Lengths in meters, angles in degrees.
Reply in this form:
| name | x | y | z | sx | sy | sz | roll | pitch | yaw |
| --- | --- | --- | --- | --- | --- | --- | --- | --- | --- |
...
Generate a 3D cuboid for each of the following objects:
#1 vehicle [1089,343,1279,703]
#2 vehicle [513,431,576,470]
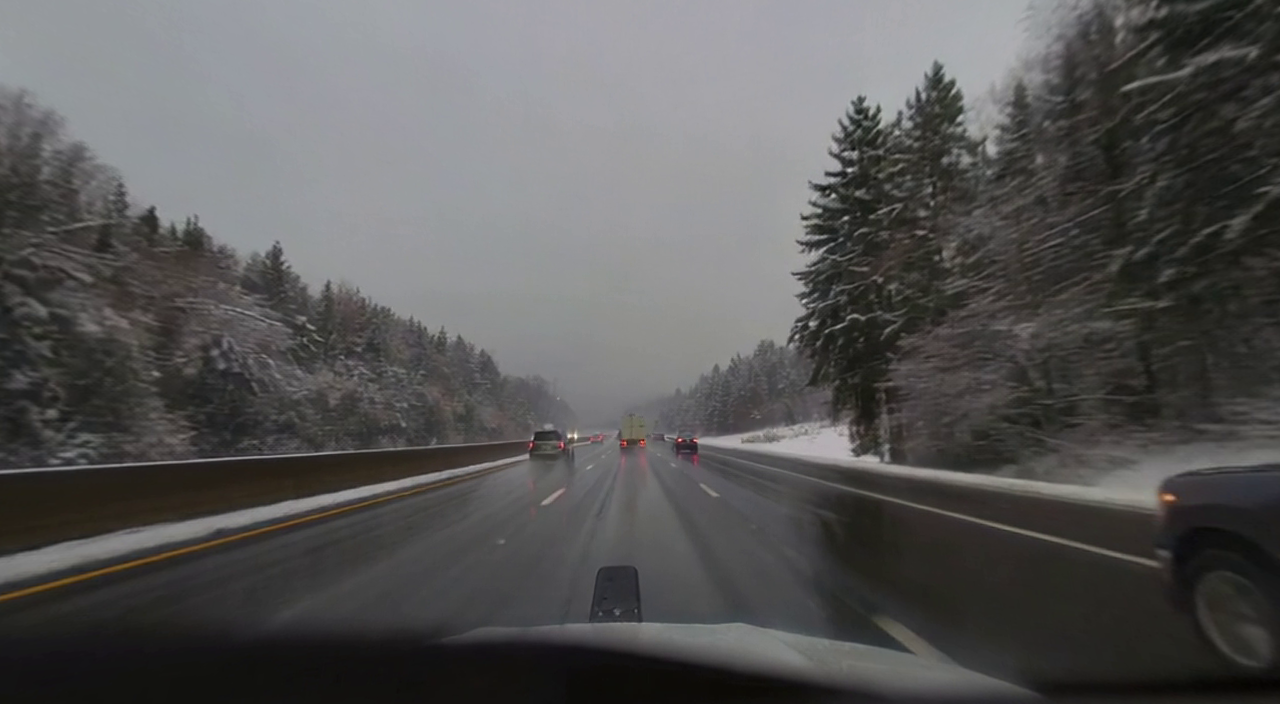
| name | x | y | z | sx | sy | sz | roll | pitch | yaw |
| --- | --- | --- | --- | --- | --- | --- | --- | --- | --- |
| vehicle | 3.929 | 0.663 | 1.842 | 1.962 | 1.680 | 4.298 | 0 | -8 | -1 |
| vehicle | -3.878 | 4.056 | 26.169 | 2.027 | 1.501 | 3.920 | 0 | -8 | -1 |
